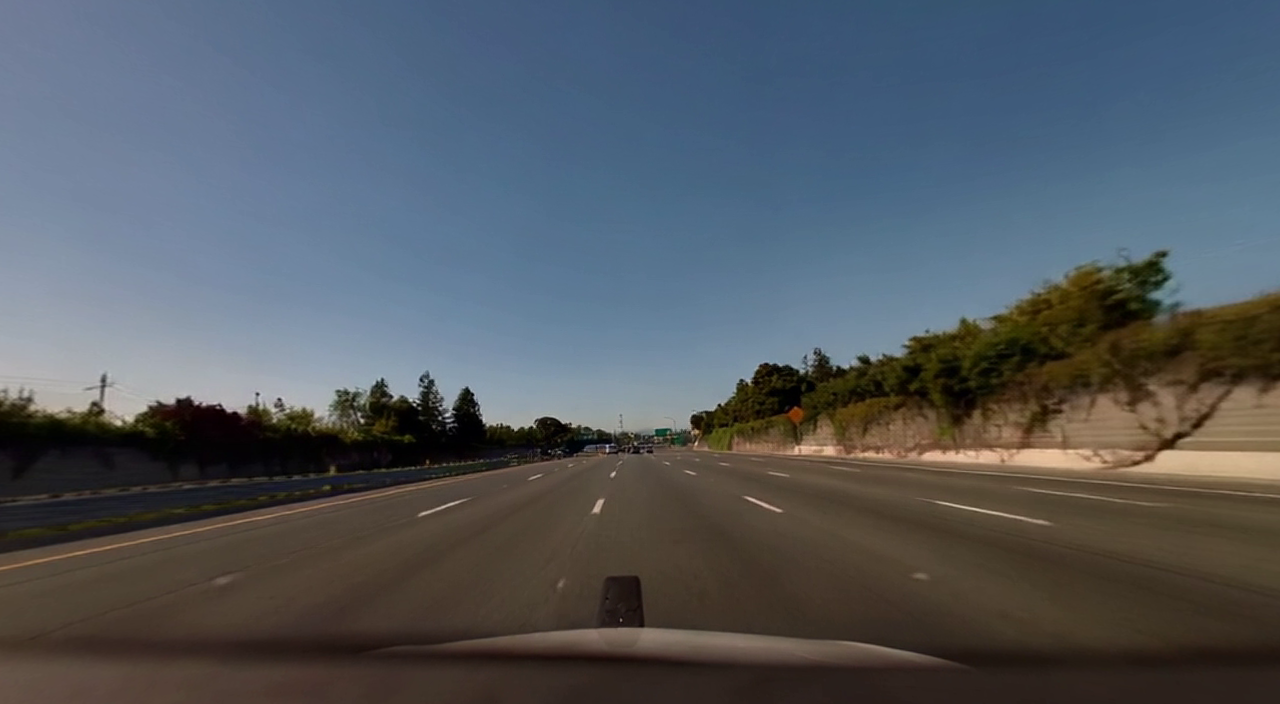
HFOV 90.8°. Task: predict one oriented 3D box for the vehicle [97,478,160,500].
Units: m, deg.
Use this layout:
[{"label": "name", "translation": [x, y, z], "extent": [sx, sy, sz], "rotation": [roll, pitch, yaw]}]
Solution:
[{"label": "vehicle", "translation": [-39.132, 10.460, 48.358], "extent": [1.728, 1.413, 3.694], "rotation": [0, -8, -1]}]
